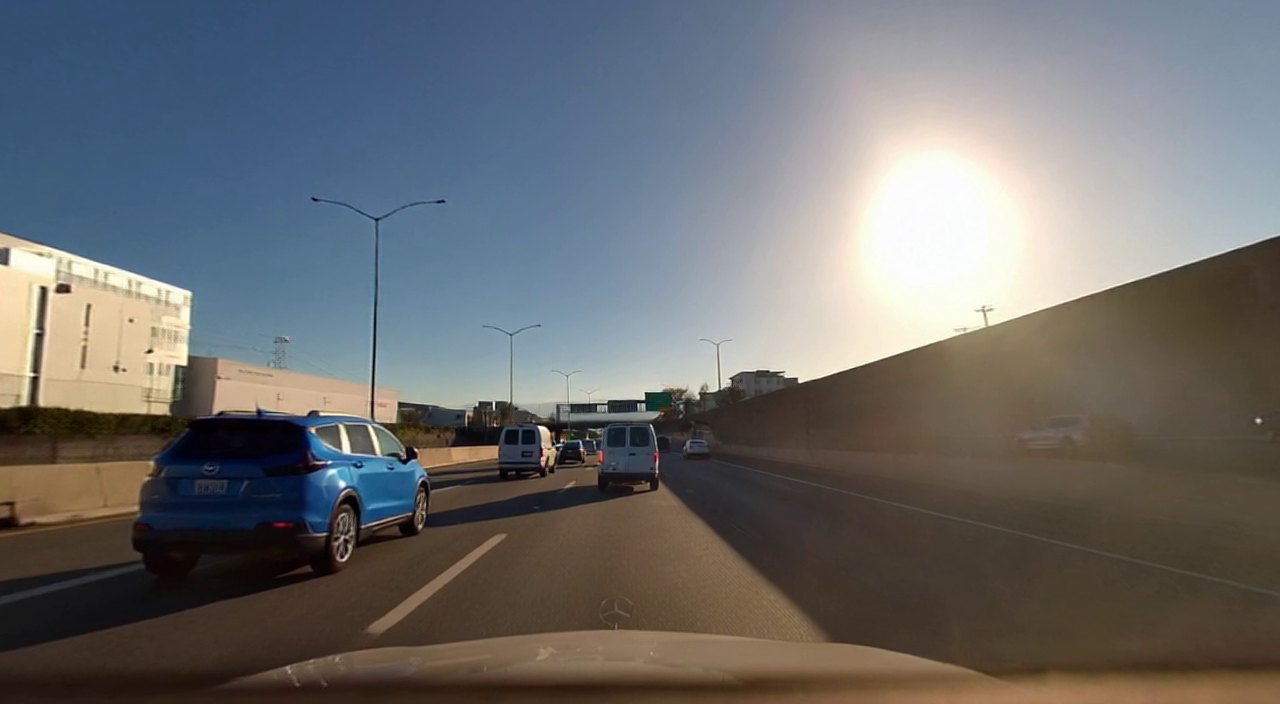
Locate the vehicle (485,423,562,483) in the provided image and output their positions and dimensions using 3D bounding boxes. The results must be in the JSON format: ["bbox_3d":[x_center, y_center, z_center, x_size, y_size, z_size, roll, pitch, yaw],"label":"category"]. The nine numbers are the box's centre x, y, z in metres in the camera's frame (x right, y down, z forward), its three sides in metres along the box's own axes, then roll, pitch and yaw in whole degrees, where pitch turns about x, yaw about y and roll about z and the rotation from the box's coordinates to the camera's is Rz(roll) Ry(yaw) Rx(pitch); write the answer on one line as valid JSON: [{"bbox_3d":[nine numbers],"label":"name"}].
[{"bbox_3d":[-4.072,3.619,22.787,2.038,1.936,4.300,0,-8,-1],"label":"vehicle"}]

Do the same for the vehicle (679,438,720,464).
[{"bbox_3d":[3.665,6.127,39.218,1.999,1.494,3.833,0,-8,-3],"label":"vehicle"}]

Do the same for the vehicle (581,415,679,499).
[{"bbox_3d":[-0.290,2.766,16.915,2.304,1.925,4.282,0,-8,-1],"label":"vehicle"}]

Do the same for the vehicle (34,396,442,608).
[{"bbox_3d":[-3.971,1.529,7.374,1.972,1.703,4.333,0,-8,-1],"label":"vehicle"}]
